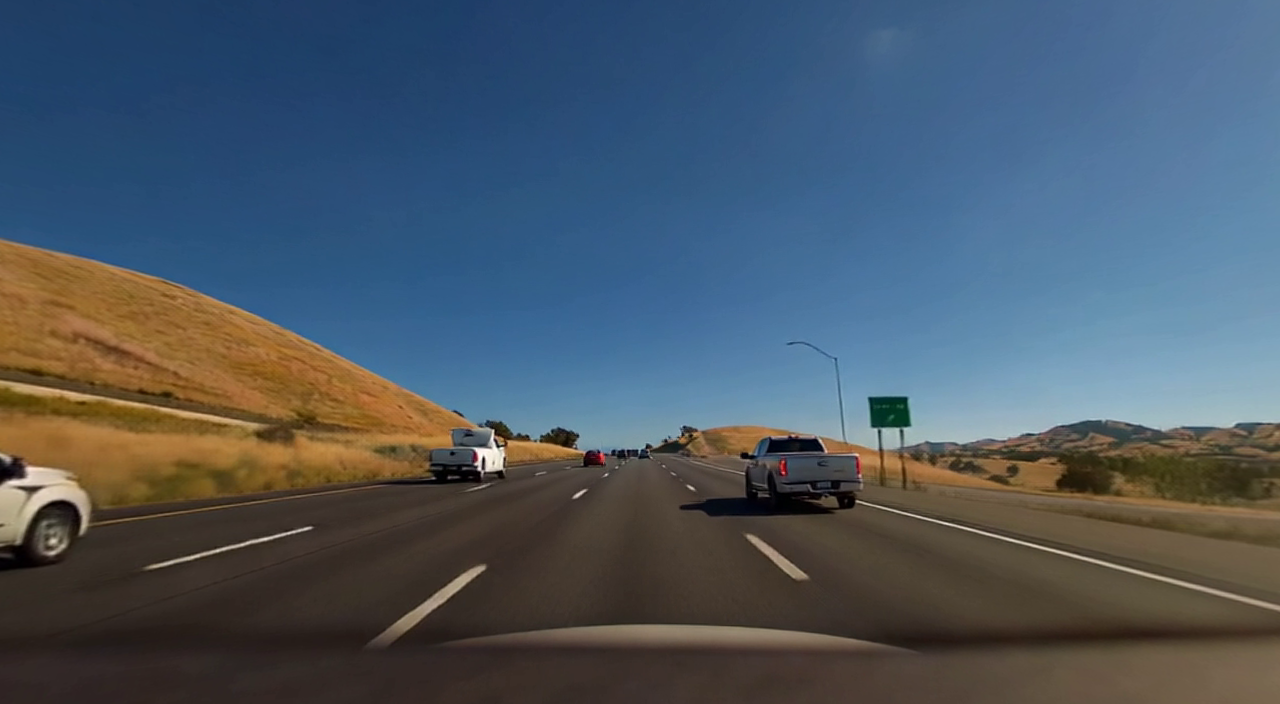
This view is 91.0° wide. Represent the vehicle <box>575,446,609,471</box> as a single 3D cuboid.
[{"bbox_3d":[-3.236,7.252,43.194,2.009,1.593,4.378,0,-9,0],"label":"vehicle"}]

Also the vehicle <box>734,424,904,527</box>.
[{"bbox_3d":[3.492,2.531,13.457,2.231,1.789,4.700,0,-9,0],"label":"vehicle"}]

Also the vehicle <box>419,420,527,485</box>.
[{"bbox_3d":[-7.111,4.443,27.992,2.937,2.509,7.090,0,-9,-1],"label":"vehicle"}]

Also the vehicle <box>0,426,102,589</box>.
[{"bbox_3d":[-7.124,1.279,4.676,1.935,1.550,4.883,0,-9,0],"label":"vehicle"}]
